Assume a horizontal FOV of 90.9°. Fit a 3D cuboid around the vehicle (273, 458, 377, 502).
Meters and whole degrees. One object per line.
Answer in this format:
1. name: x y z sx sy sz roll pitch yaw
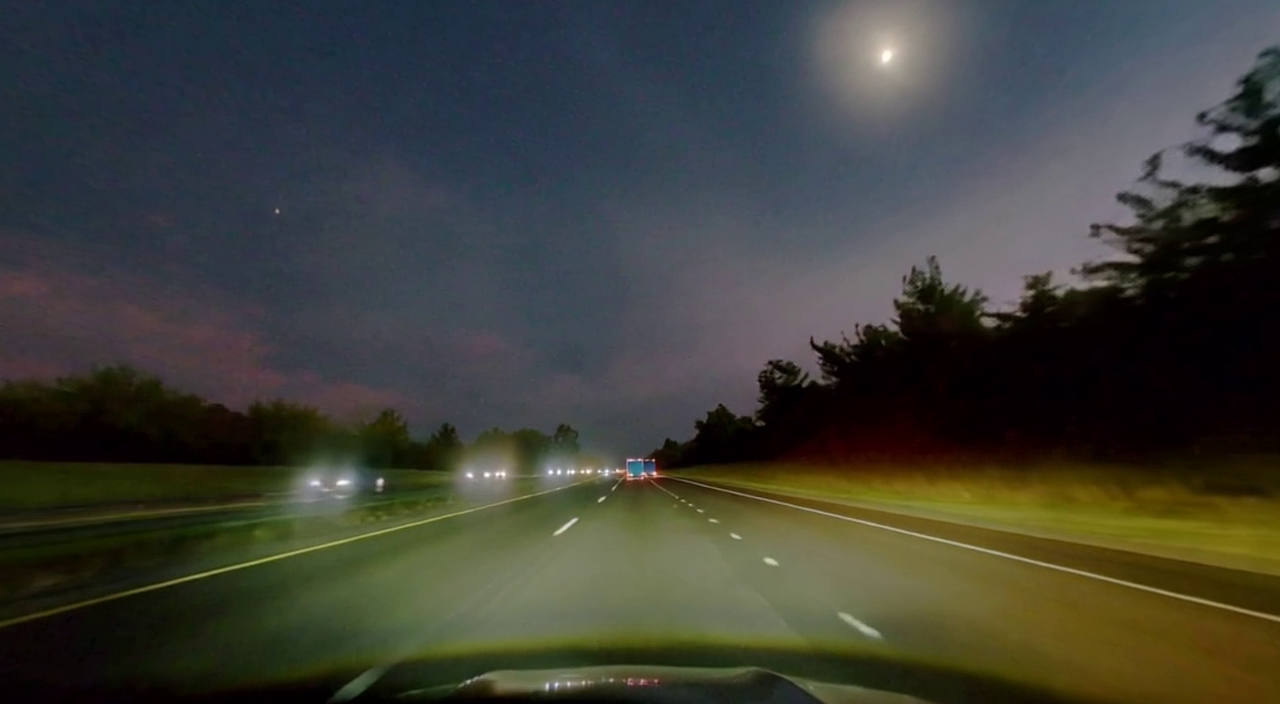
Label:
1. vehicle: -12.856 5.275 26.076 2.058 1.622 4.181 1 -11 1
